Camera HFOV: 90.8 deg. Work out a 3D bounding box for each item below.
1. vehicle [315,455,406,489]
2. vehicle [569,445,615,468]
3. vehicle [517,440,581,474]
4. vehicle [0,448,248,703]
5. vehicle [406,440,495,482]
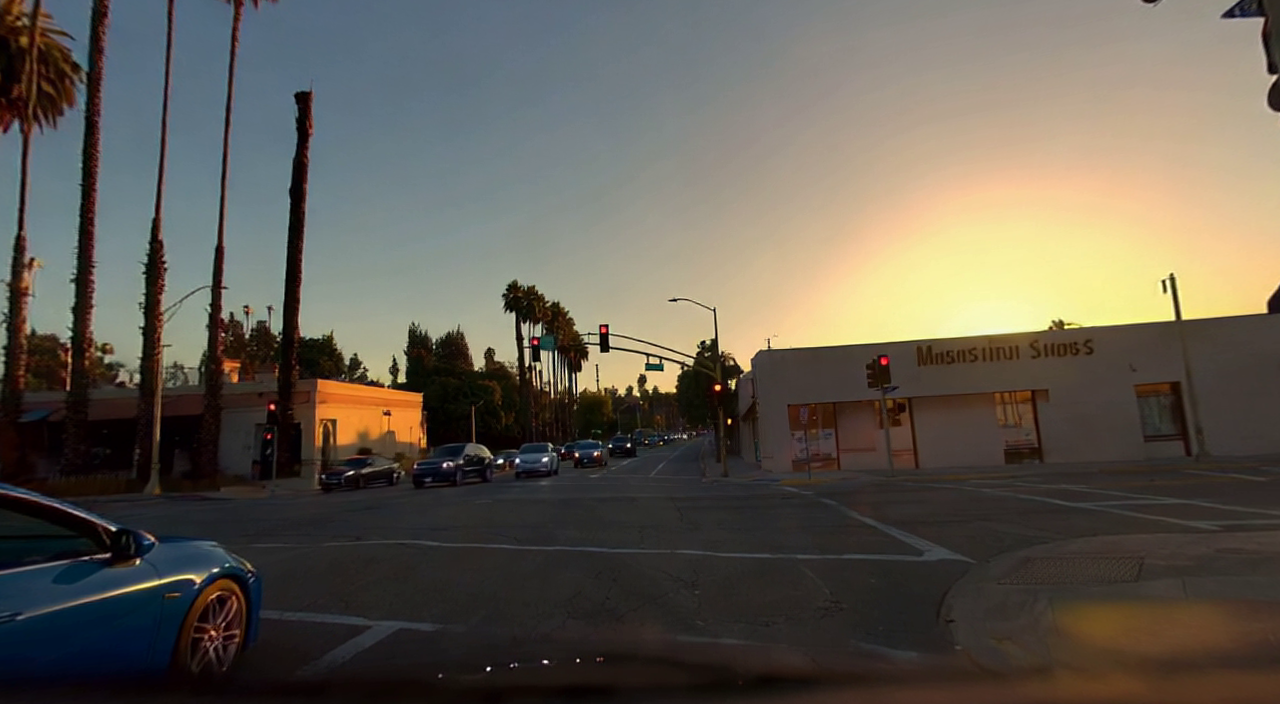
[{"bbox_3d":[-13.011,5.589,29.724,1.880,1.440,4.418,-1,-9,6],"label":"vehicle"},{"bbox_3d":[-3.246,7.208,43.841,1.839,1.468,4.549,-2,-9,13],"label":"vehicle"},{"bbox_3d":[-4.890,5.726,34.639,2.092,1.709,4.775,-2,-9,9],"label":"vehicle"},{"bbox_3d":[-3.698,1.018,2.260,1.850,1.325,4.295,0,-9,0],"label":"vehicle"},{"bbox_3d":[-9.082,5.292,30.936,2.152,1.825,5.406,-1,-9,7],"label":"vehicle"}]
